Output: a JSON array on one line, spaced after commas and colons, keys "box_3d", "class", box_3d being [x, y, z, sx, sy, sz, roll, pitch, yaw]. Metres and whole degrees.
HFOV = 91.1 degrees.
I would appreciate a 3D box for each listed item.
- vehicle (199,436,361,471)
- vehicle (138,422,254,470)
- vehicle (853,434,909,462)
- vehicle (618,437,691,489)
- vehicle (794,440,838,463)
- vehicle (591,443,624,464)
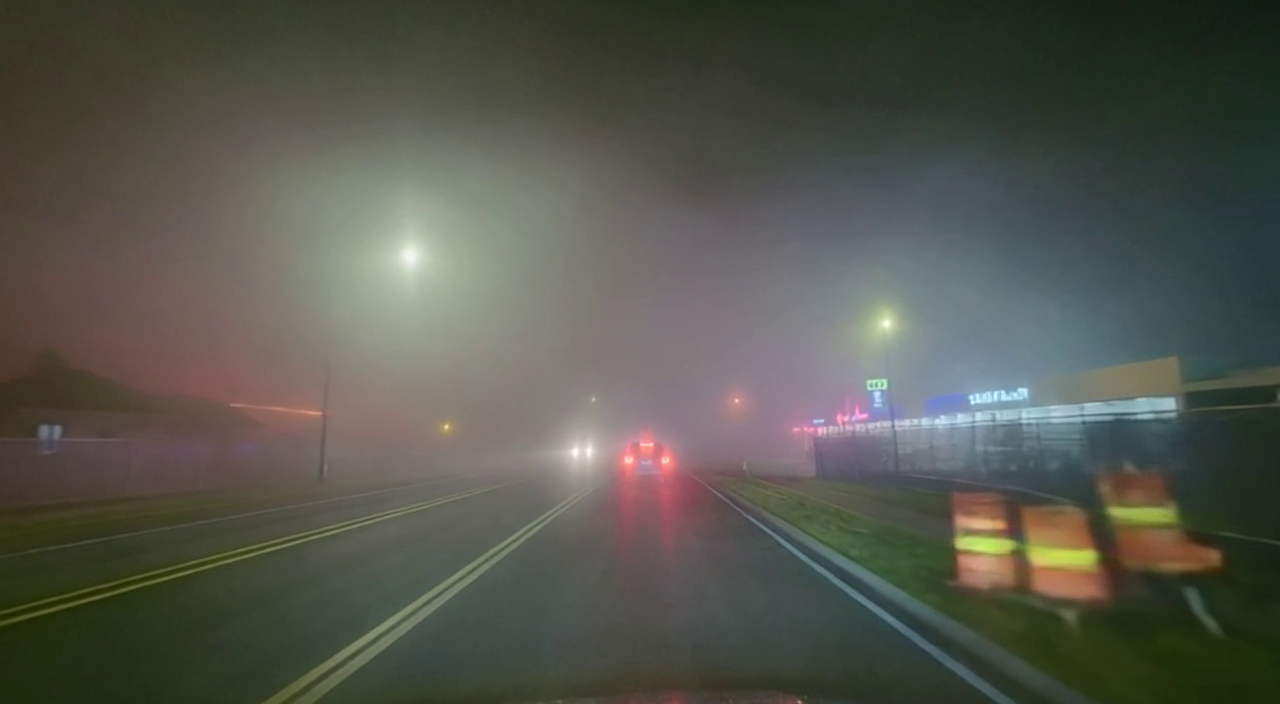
[{"box_3d": [-27.522, 7.913, 49.724, 2.951, 2.274, 15.187, 0, -8, 5], "class": "vehicle"}, {"box_3d": [-31.639, 6.669, 45.130, 2.945, 3.103, 6.716, 0, -7, 5], "class": "vehicle"}, {"box_3d": [16.430, 6.572, 43.042, 2.101, 1.825, 4.700, 0, -9, 2], "class": "vehicle"}, {"box_3d": [0.401, 3.564, 20.557, 2.144, 1.514, 4.063, 0, -9, 0], "class": "vehicle"}, {"box_3d": [12.155, 6.919, 43.588, 1.970, 1.501, 4.514, 0, -9, 3], "class": "vehicle"}, {"box_3d": [-2.496, 7.942, 49.246, 2.208, 1.520, 4.358, 0, -9, 2], "class": "vehicle"}]
